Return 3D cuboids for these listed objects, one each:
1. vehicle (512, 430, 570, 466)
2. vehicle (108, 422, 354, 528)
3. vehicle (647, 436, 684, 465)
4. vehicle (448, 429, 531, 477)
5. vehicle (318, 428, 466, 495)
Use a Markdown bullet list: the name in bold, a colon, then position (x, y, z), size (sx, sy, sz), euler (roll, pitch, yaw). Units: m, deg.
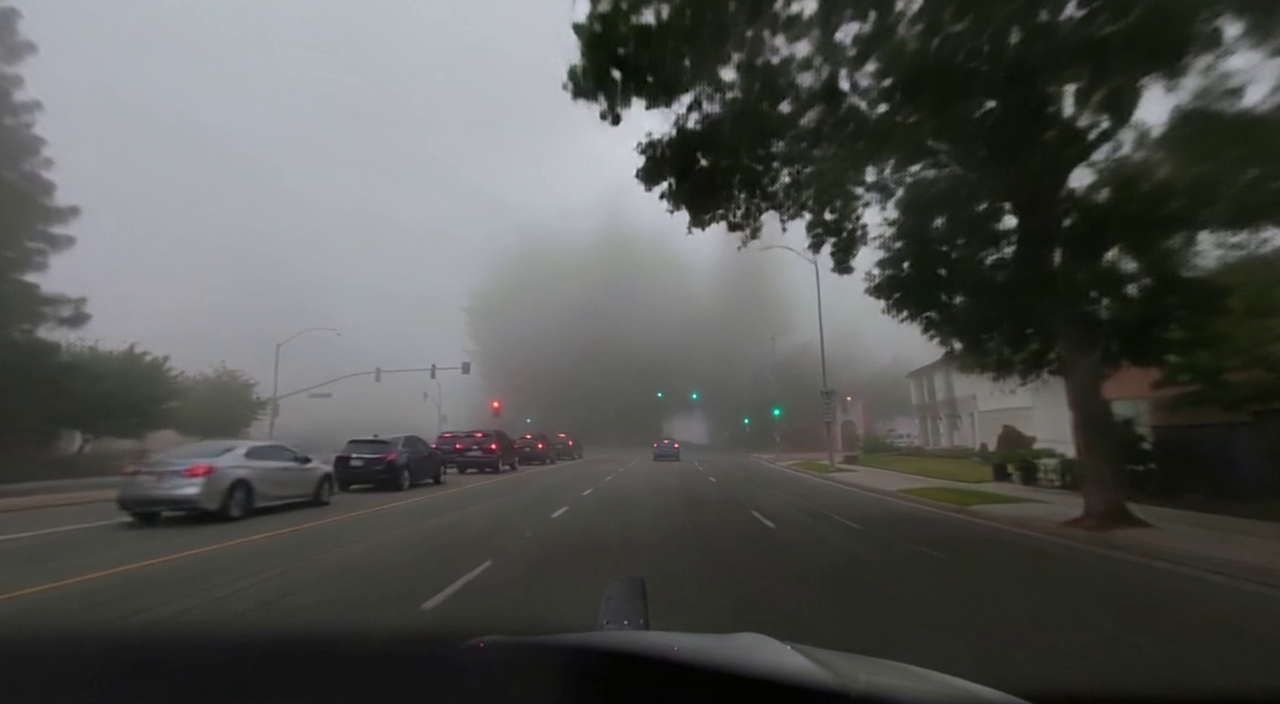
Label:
- **vehicle**: position (-5.440, 5.409, 35.469), size (2.111, 1.864, 4.932), euler (-1, -9, 4)
- **vehicle**: position (-7.175, 2.173, 11.634), size (1.870, 1.616, 3.765), euler (0, -8, 2)
- **vehicle**: position (1.624, 6.102, 39.168), size (2.197, 1.682, 3.642), euler (-1, -9, 4)
- **vehicle**: position (-6.133, 4.183, 26.326), size (1.951, 1.809, 4.917), euler (-1, -8, 4)
- **vehicle**: position (-6.729, 3.026, 17.815), size (2.121, 1.630, 4.642), euler (0, -8, 3)
